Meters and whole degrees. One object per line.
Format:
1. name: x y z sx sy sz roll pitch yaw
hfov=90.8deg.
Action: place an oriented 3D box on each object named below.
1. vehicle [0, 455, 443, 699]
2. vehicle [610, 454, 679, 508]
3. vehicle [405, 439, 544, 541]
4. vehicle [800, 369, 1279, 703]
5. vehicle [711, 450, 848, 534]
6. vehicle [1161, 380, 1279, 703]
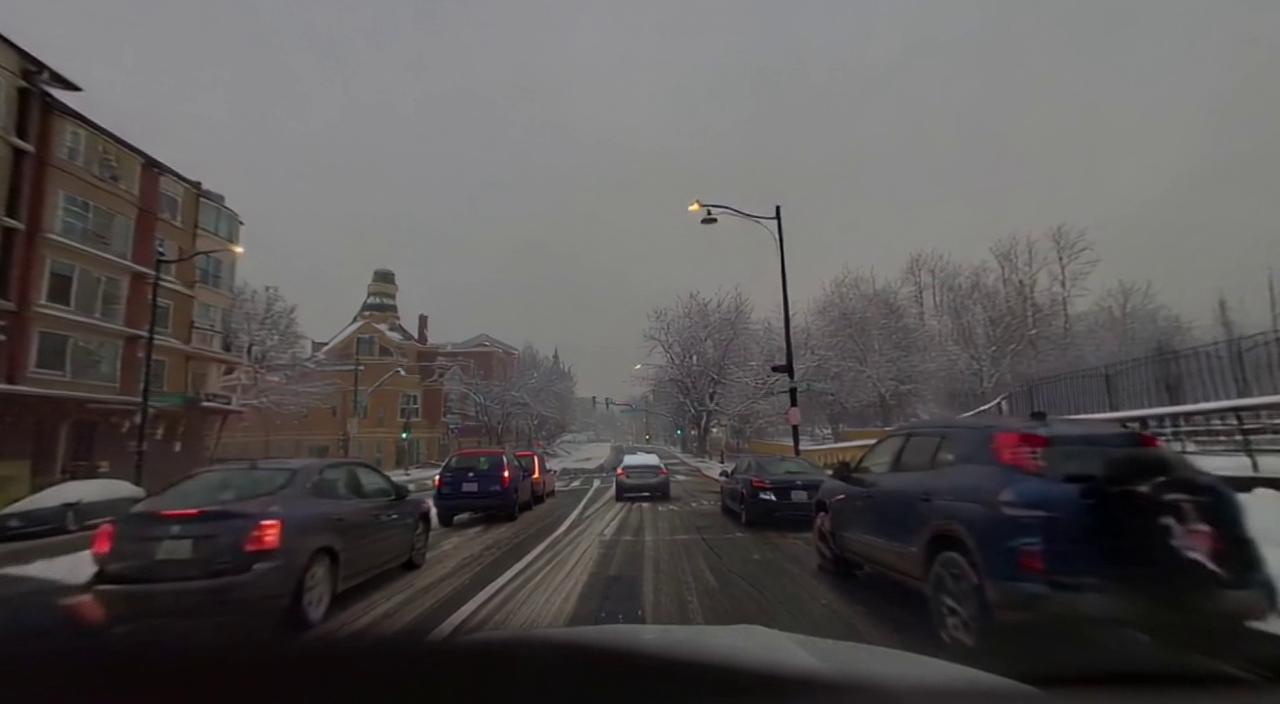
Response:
1. vehicle: -3.286 1.606 5.614 1.824 1.306 3.937 0 -9 0
2. vehicle: 0.045 4.069 20.365 2.026 1.496 3.701 0 -8 -2
3. vehicle: -2.933 2.478 11.869 1.778 1.638 3.059 0 -9 -1
4. vehicle: 2.976 1.305 5.339 1.988 1.779 4.635 0 -8 0
5. vehicle: 2.826 2.934 13.954 1.943 1.513 4.510 0 -9 -1
6. vehicle: 2.962 0.577 0.191 1.933 1.501 4.349 0 -8 1
